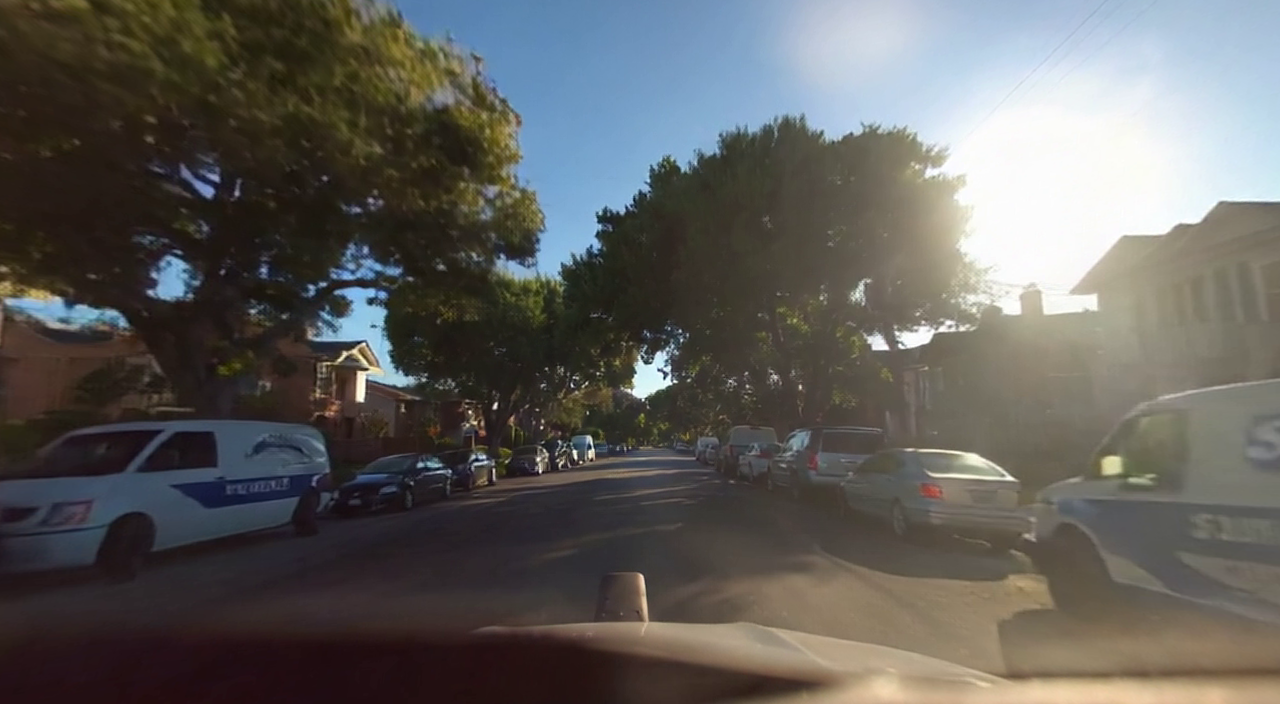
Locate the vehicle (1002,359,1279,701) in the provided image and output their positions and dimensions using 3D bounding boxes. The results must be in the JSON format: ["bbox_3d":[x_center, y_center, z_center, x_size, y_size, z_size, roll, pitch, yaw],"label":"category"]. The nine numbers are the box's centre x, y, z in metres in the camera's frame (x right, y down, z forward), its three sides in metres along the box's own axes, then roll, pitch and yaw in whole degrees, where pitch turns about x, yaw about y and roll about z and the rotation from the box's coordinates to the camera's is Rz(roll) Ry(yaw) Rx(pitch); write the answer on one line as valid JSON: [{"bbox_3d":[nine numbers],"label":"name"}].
[{"bbox_3d":[4.429,0.961,3.430,1.985,1.819,5.163,0,-8,2],"label":"vehicle"}]

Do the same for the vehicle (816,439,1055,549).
[{"bbox_3d":[4.566,2.224,10.687,1.811,1.439,4.521,0,-8,-1],"label":"vehicle"}]

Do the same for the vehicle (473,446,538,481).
[{"bbox_3d":[-6.182,5.151,29.637,1.869,1.467,4.921,-1,-8,2],"label":"vehicle"}]

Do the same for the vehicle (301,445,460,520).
[{"bbox_3d":[-6.265,3.157,15.978,1.840,1.476,4.739,-2,-8,3],"label":"vehicle"}]

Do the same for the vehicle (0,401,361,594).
[{"bbox_3d":[-6.685,1.948,9.602,2.085,1.997,5.755,-2,-8,2],"label":"vehicle"}]
